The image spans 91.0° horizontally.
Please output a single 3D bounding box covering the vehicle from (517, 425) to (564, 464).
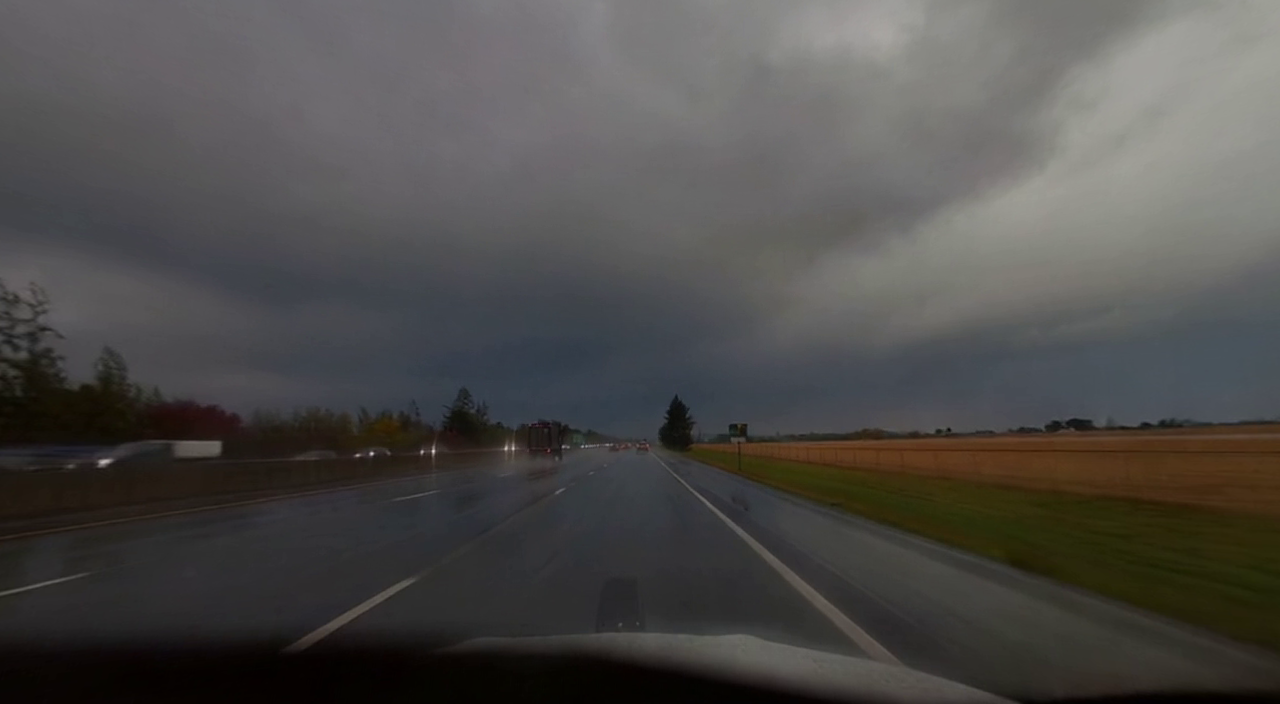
[{"bbox_3d":[-7.398,6.966,47.396,2.444,2.685,5.893,0,-9,1],"label":"vehicle"}]

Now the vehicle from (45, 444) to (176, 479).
[{"bbox_3d":[-33.652,6.963,40.450,2.630,2.038,6.581,0,-9,1],"label":"vehicle"}]

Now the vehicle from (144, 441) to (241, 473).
[{"bbox_3d":[-33.657,7.910,47.716,2.493,2.210,6.521,0,-9,1],"label":"vehicle"}]
